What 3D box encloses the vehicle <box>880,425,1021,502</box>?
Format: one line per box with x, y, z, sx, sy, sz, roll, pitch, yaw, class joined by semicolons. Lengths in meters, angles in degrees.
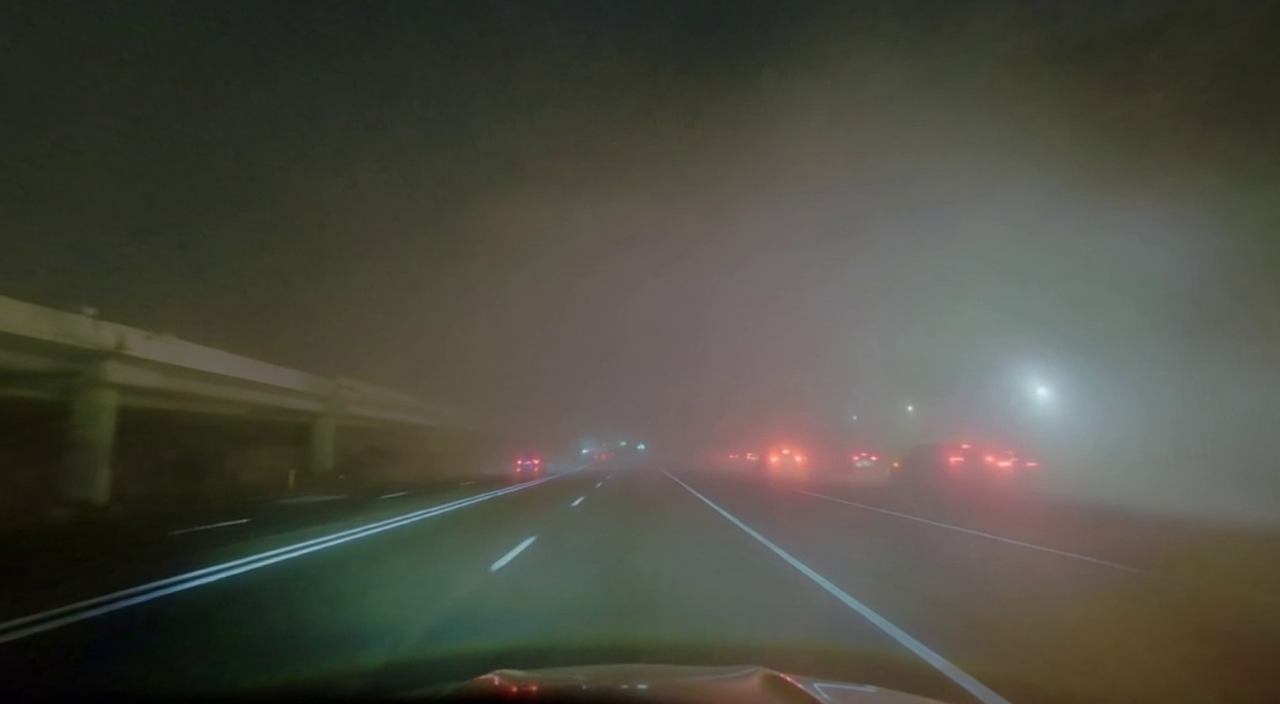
15.845;5.742;33.183;2.635;3.459;9.104;1;-9;-1;vehicle

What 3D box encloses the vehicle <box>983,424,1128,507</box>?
18.662;5.096;28.803;2.594;3.362;5.549;1;-9;-1;vehicle
